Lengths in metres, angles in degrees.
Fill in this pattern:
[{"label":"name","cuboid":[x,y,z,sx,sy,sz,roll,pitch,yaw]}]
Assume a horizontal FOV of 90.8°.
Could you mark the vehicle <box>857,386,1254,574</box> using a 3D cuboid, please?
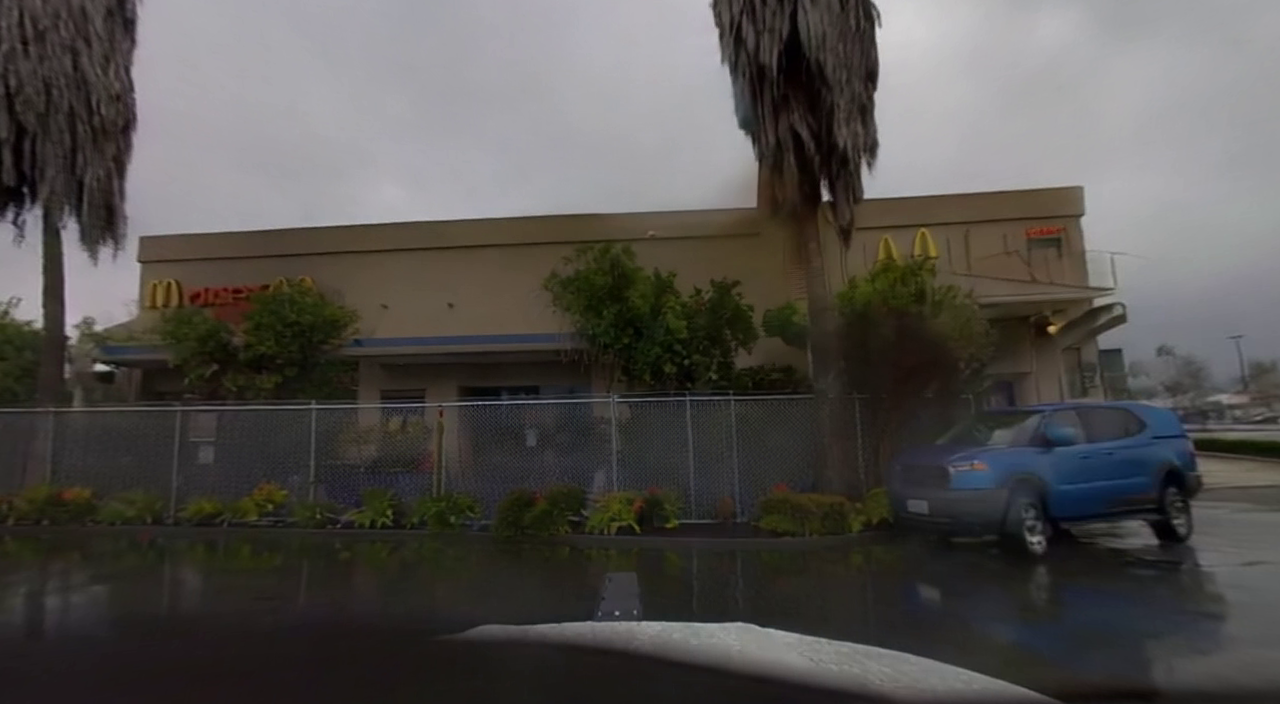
[{"label":"vehicle","cuboid":[5.191,1.424,7.956,4.365,1.791,2.073,3,-7,-24]}]
